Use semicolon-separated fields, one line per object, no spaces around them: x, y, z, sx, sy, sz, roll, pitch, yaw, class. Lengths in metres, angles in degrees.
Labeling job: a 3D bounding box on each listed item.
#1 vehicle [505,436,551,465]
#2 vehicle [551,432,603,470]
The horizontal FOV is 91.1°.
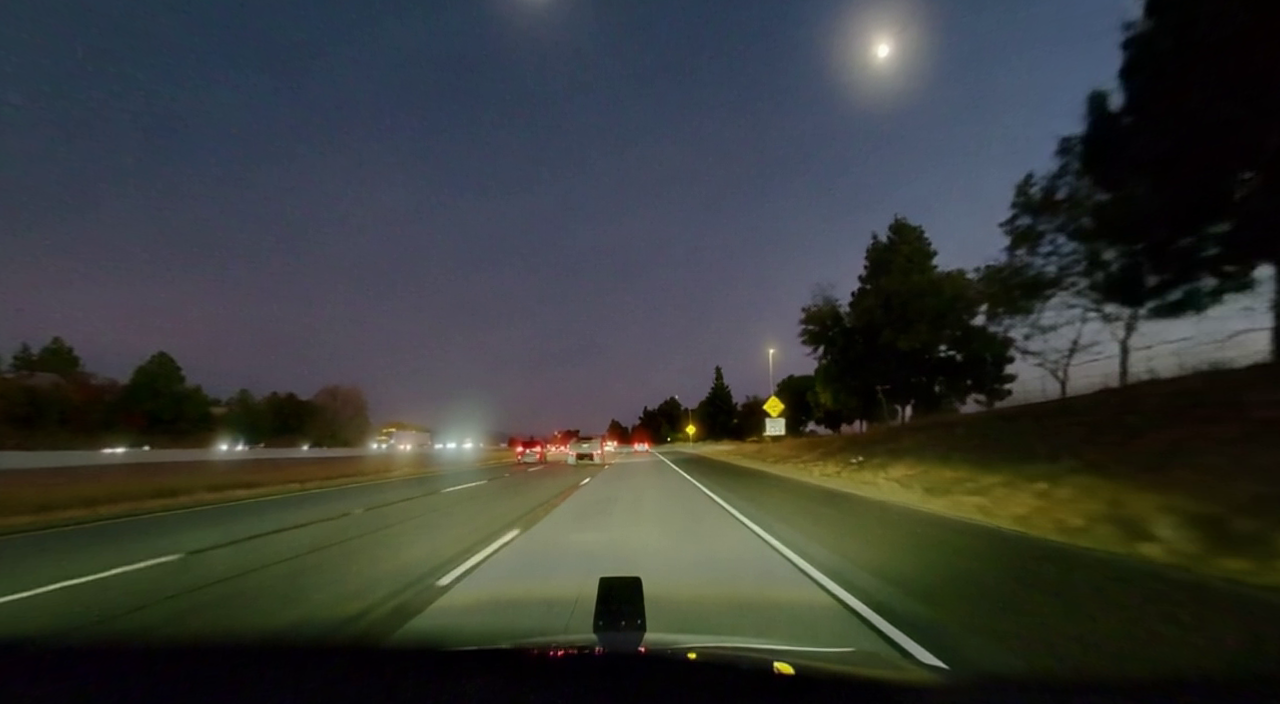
-7.301;6.466;41.347;2.078;1.729;4.722;0;-8;1;vehicle
-3.092;4.936;31.467;2.194;1.766;3.720;0;-8;0;vehicle
